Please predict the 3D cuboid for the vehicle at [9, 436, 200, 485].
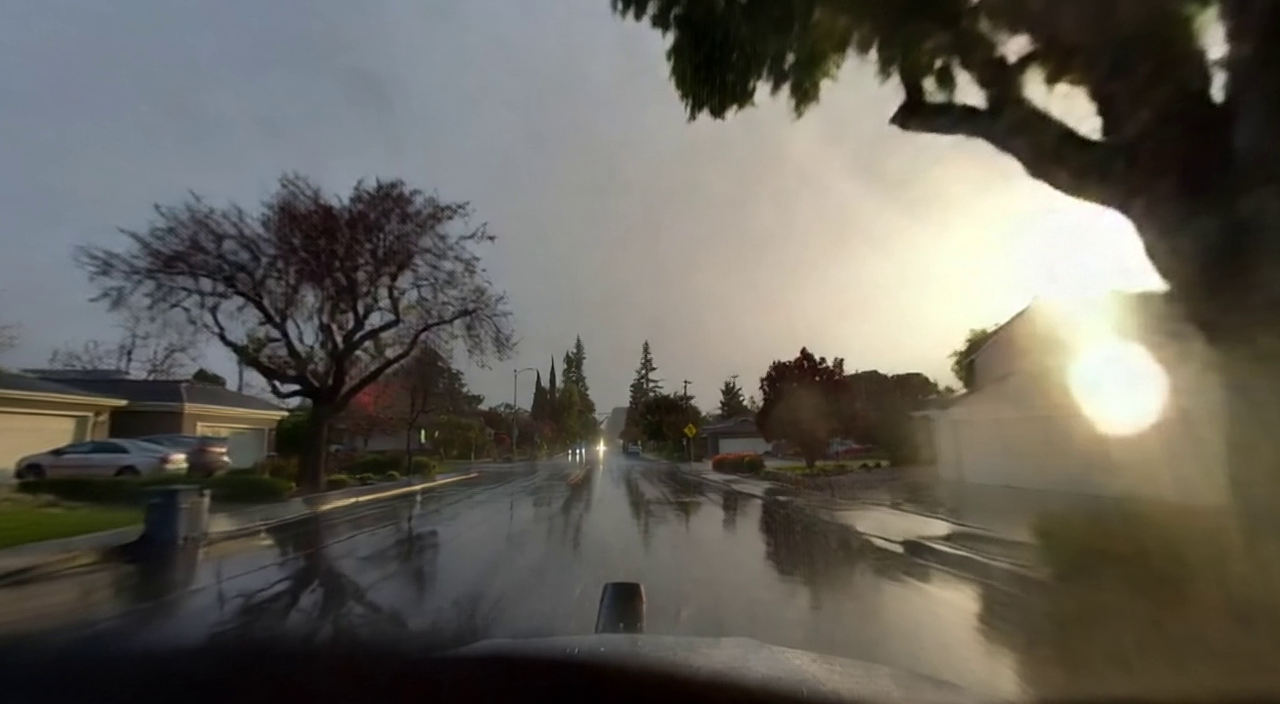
[{"bbox_3d":[-17.490,3.555,20.835,4.307,1.508,2.072,0,-9,-1],"label":"vehicle"}]
